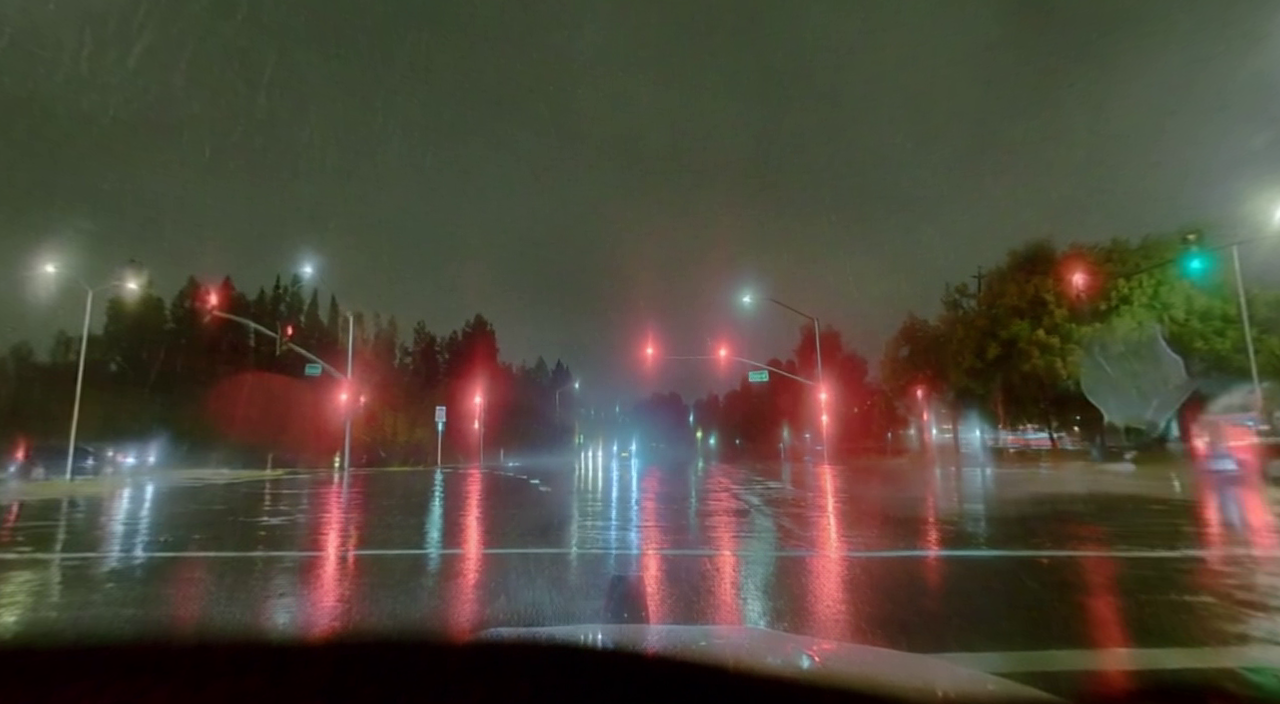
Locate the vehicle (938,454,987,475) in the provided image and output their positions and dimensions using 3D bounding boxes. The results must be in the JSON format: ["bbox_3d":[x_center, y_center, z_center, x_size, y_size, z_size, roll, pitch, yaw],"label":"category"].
[{"bbox_3d":[23.014,8.000,45.051,1.633,1.324,3.449,-1,-8,-1],"label":"vehicle"}]

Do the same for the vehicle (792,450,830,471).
[{"bbox_3d":[12.575,7.941,46.482,1.647,1.386,3.725,-1,-8,-1],"label":"vehicle"}]

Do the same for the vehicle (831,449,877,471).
[{"bbox_3d":[15.534,7.838,45.965,1.714,1.458,4.206,0,-8,-2],"label":"vehicle"}]

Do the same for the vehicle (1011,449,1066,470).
[{"bbox_3d":[28.495,7.673,45.205,1.662,1.440,3.583,-1,-8,3],"label":"vehicle"}]

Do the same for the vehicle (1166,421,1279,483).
[{"bbox_3d":[16.399,2.570,16.275,3.894,1.490,1.810,-1,-8,3],"label":"vehicle"}]

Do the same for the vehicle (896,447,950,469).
[{"bbox_3d":[20.592,7.682,46.036,1.815,1.515,4.552,0,-8,0],"label":"vehicle"}]
